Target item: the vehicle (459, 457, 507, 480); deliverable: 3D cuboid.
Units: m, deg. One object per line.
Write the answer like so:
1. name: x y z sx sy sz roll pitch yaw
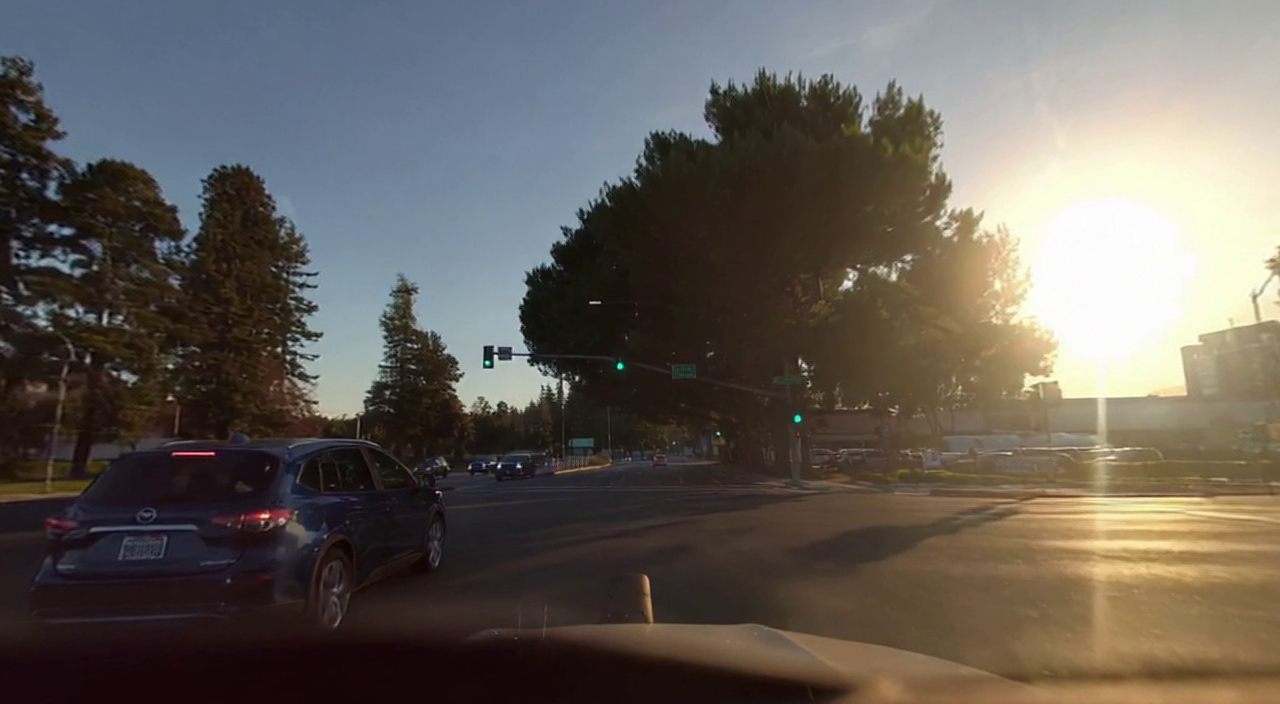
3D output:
1. vehicle: -10.910 8.125 44.089 2.001 1.458 4.278 -1 -9 4

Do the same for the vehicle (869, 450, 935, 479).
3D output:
1. vehicle: 15.792 6.704 37.806 2.060 1.445 4.712 -10 -11 41

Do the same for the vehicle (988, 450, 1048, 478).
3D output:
1. vehicle: 20.280 5.939 33.727 1.930 1.410 4.313 -8 -11 40

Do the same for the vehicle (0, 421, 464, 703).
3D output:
1. vehicle: -3.011 1.374 4.834 1.924 1.482 4.734 0 -9 0

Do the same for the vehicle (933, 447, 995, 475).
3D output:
1. vehicle: 18.203 6.064 35.318 1.945 1.434 4.293 -8 -12 42

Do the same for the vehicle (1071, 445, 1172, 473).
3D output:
1. vehicle: 28.160 6.238 36.900 4.678 1.558 1.883 1 -9 -10
